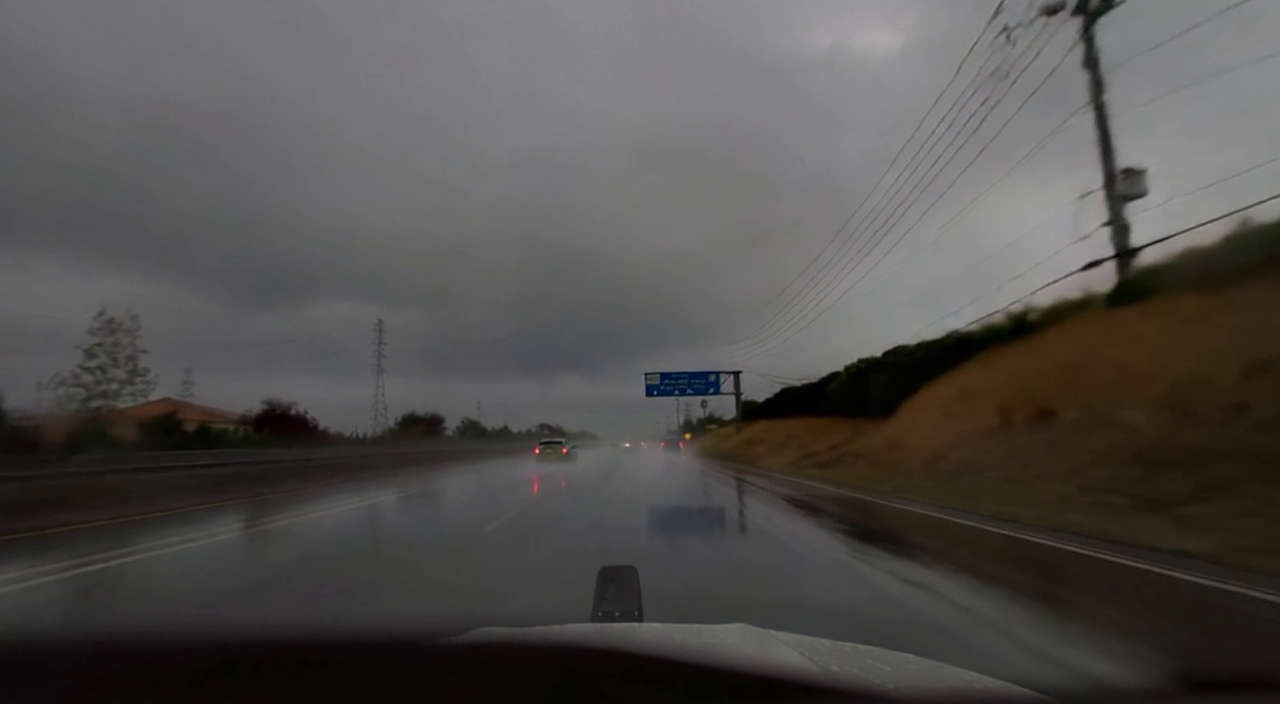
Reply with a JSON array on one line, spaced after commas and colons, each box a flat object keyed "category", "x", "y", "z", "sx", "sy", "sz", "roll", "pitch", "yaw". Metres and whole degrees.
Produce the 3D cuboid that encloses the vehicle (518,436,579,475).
[{"category": "vehicle", "x": -4.019, "y": 4.610, "z": 28.381, "sx": 2.016, "sy": 1.543, "sz": 4.870, "roll": 0, "pitch": -8, "yaw": 0}]
